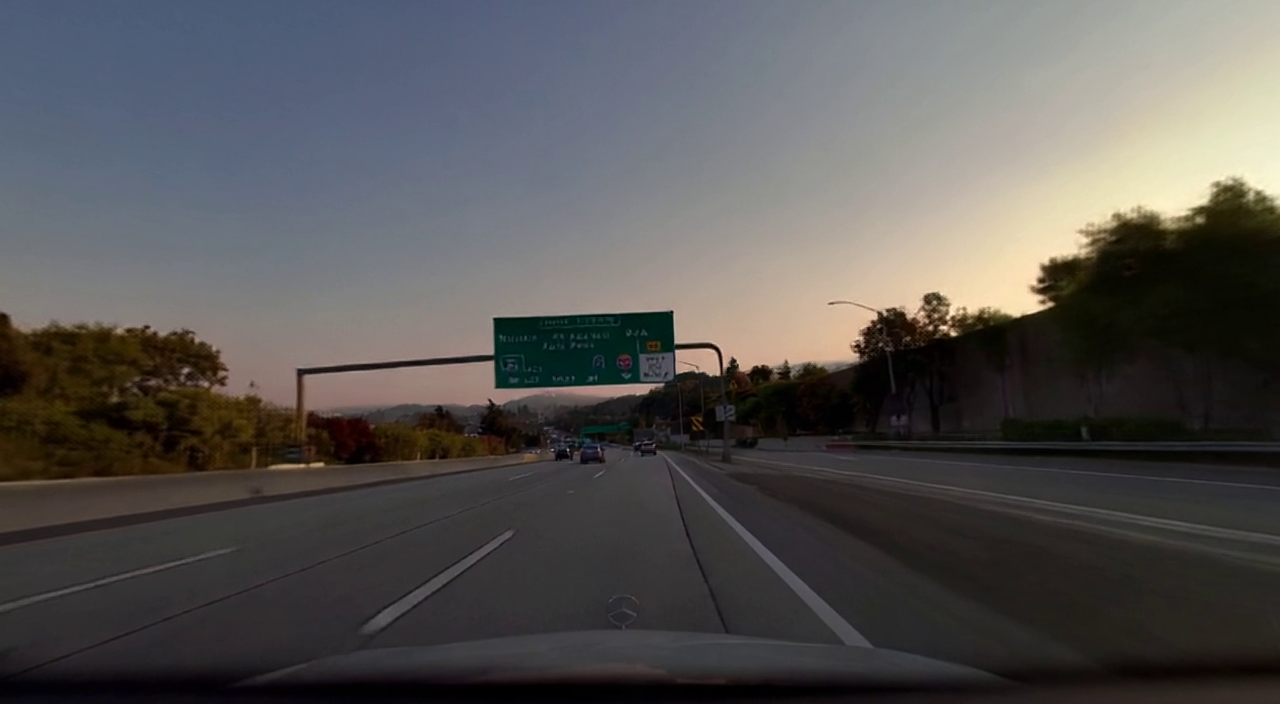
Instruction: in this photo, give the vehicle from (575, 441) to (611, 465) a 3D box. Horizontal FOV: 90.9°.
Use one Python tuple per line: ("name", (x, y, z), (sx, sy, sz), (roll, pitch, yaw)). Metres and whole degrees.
("vehicle", (-3.166, 6.893, 43.202), (2.112, 1.489, 4.266), (0, -8, 0))
